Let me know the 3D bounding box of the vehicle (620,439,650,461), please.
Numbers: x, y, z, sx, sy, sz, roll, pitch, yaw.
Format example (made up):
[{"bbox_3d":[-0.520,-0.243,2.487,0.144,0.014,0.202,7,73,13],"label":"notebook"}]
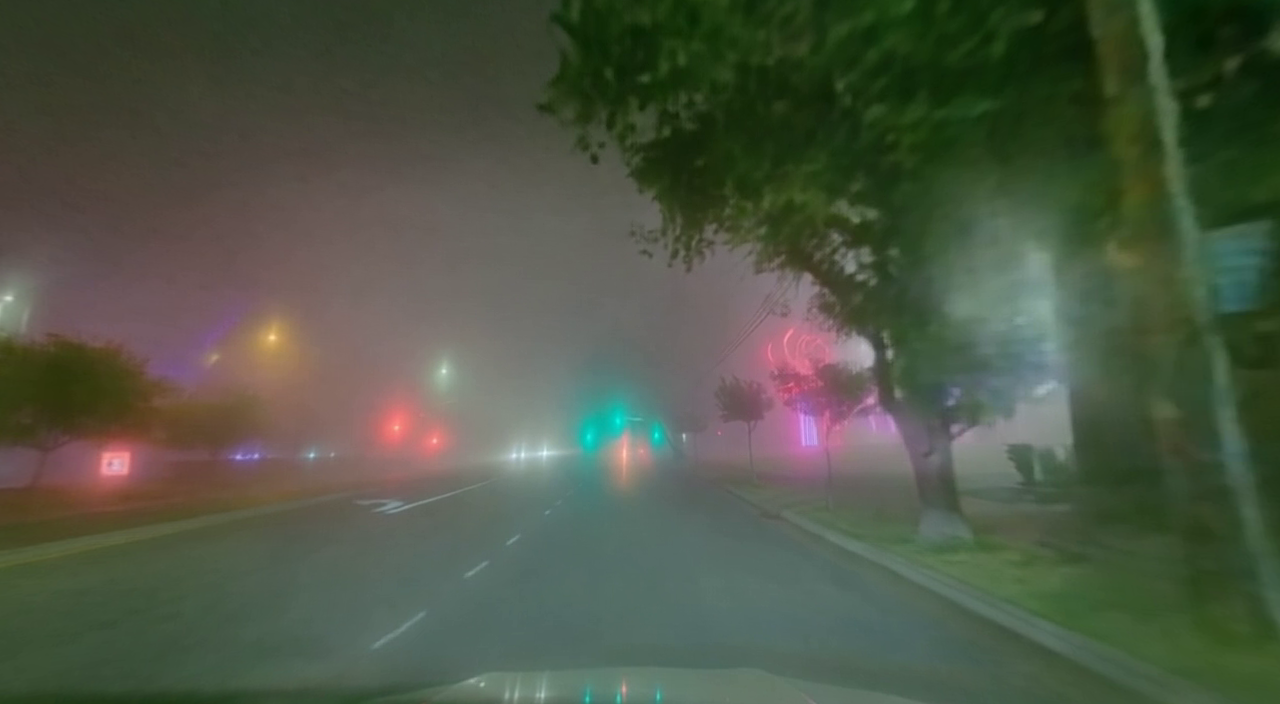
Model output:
[{"bbox_3d":[-0.361,7.567,48.880,2.191,1.607,4.361,0,-9,1],"label":"vehicle"}]
